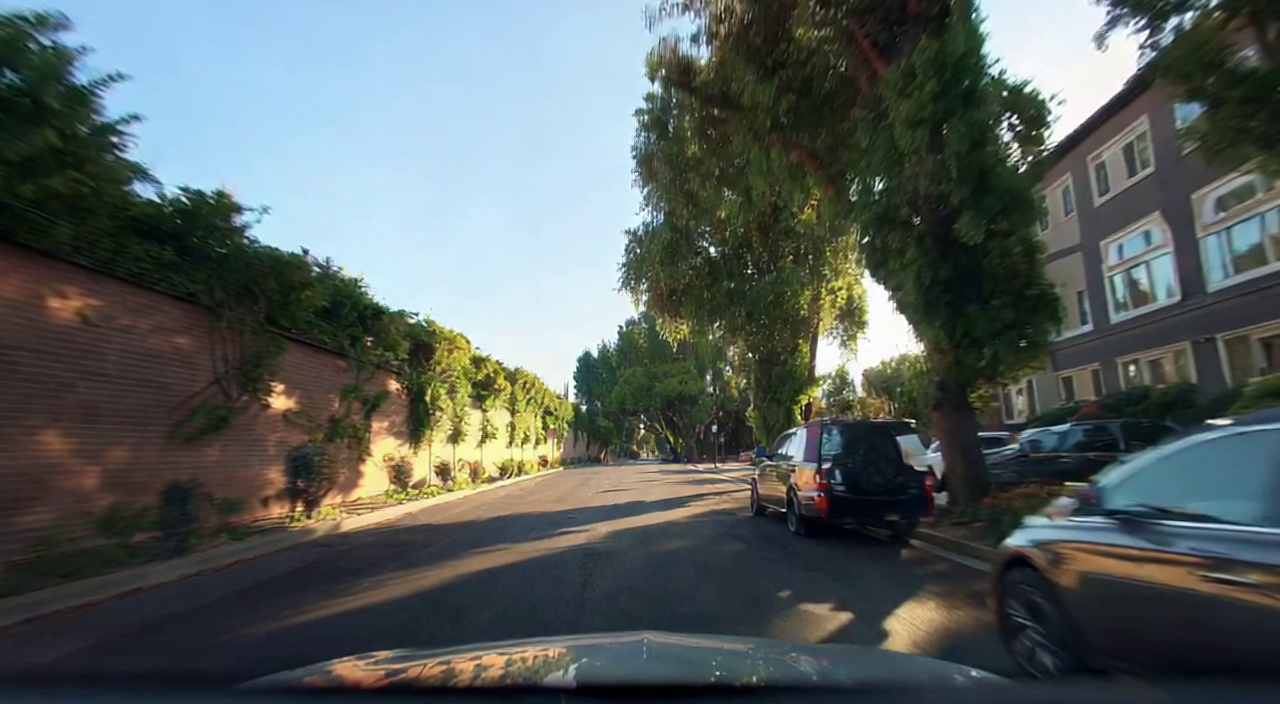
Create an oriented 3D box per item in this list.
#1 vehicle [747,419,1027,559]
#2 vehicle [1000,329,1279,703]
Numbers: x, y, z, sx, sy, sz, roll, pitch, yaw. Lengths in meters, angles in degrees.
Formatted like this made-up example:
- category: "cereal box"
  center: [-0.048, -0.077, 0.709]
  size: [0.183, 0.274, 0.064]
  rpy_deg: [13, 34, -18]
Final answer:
- category: "vehicle"
  center: [3.497, 2.129, 10.880]
  size: [2.161, 1.622, 6.732]
  rpy_deg: [1, -9, 0]
- category: "vehicle"
  center: [3.546, 0.616, 1.205]
  size: [2.147, 1.780, 6.071]
  rpy_deg: [0, -9, 0]
